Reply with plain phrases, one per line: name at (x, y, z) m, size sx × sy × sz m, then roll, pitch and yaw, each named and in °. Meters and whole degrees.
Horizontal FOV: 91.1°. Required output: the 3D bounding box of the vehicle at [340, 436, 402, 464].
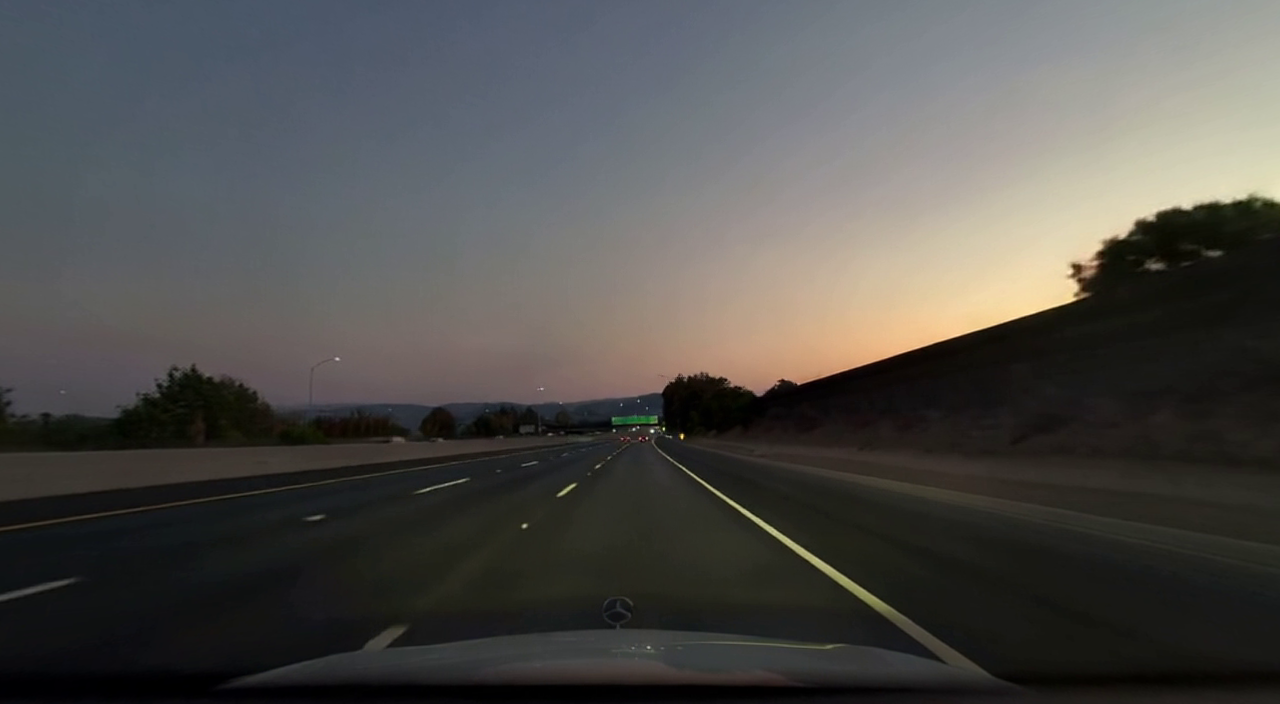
vehicle at (-15.796, 5.751, 37.192) m, size 1.876 × 1.517 × 4.189 m, roll 0°, pitch -8°, yaw -1°
